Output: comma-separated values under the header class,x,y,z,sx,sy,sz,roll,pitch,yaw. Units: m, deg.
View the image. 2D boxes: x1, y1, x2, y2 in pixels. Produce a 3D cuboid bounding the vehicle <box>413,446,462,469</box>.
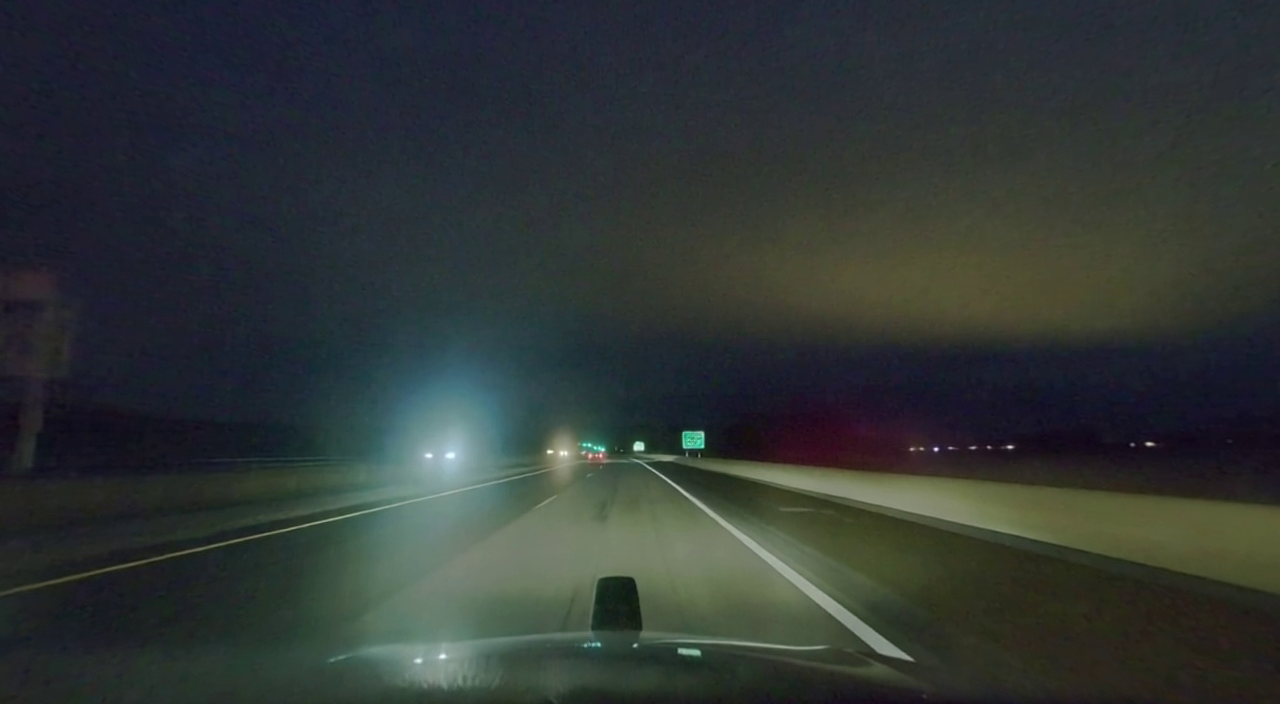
class,x,y,z,sx,sy,sz,roll,pitch,yaw
vehicle,-14.515,7.569,45.322,1.944,1.508,4.797,0,-9,-1
